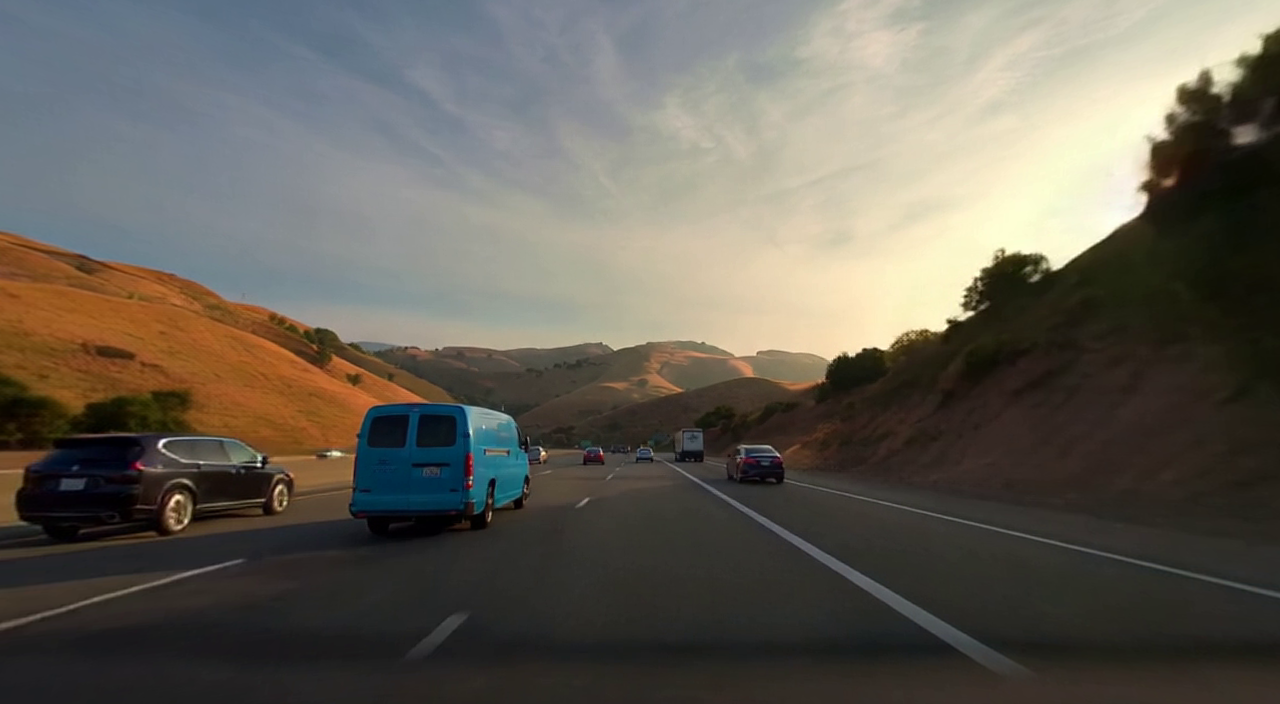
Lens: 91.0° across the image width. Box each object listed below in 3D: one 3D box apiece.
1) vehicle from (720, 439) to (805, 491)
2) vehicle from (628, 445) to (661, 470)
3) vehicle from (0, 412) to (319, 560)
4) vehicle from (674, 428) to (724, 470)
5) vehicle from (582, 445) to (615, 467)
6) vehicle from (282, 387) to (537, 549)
[{"bbox_3d":[4.086,3.848,21.776,2.051,1.598,4.145,0,-9,-1],"label":"vehicle"},{"bbox_3d":[0.299,6.864,41.246,2.014,1.543,3.804,0,-9,0],"label":"vehicle"},{"bbox_3d":[-7.411,1.960,9.925,2.054,1.715,4.928,0,-9,0],"label":"vehicle"},{"bbox_3d":[4.096,6.991,45.207,2.877,2.730,7.831,0,-9,0],"label":"vehicle"},{"bbox_3d":[-3.101,7.911,48.162,2.138,1.581,4.340,0,-9,1],"label":"vehicle"},{"bbox_3d":[-3.626,2.026,11.567,2.421,2.203,5.775,0,-9,1],"label":"vehicle"}]
